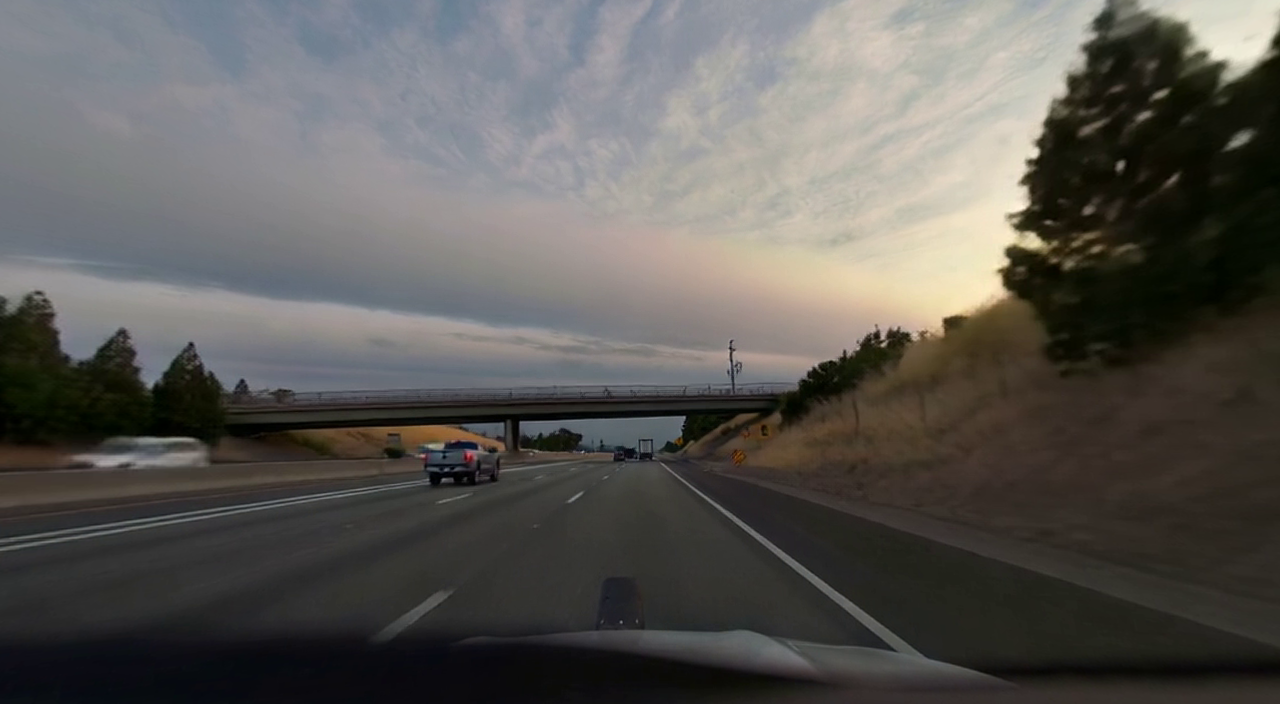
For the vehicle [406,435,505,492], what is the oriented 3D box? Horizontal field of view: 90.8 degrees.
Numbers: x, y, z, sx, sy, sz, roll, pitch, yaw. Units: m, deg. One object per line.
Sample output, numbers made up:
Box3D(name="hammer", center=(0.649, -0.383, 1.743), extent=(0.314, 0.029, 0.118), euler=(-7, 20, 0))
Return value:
Box3D(name="vehicle", center=(-6.956, 4.268, 24.491), extent=(2.232, 1.947, 5.180), euler=(0, -9, 0))
